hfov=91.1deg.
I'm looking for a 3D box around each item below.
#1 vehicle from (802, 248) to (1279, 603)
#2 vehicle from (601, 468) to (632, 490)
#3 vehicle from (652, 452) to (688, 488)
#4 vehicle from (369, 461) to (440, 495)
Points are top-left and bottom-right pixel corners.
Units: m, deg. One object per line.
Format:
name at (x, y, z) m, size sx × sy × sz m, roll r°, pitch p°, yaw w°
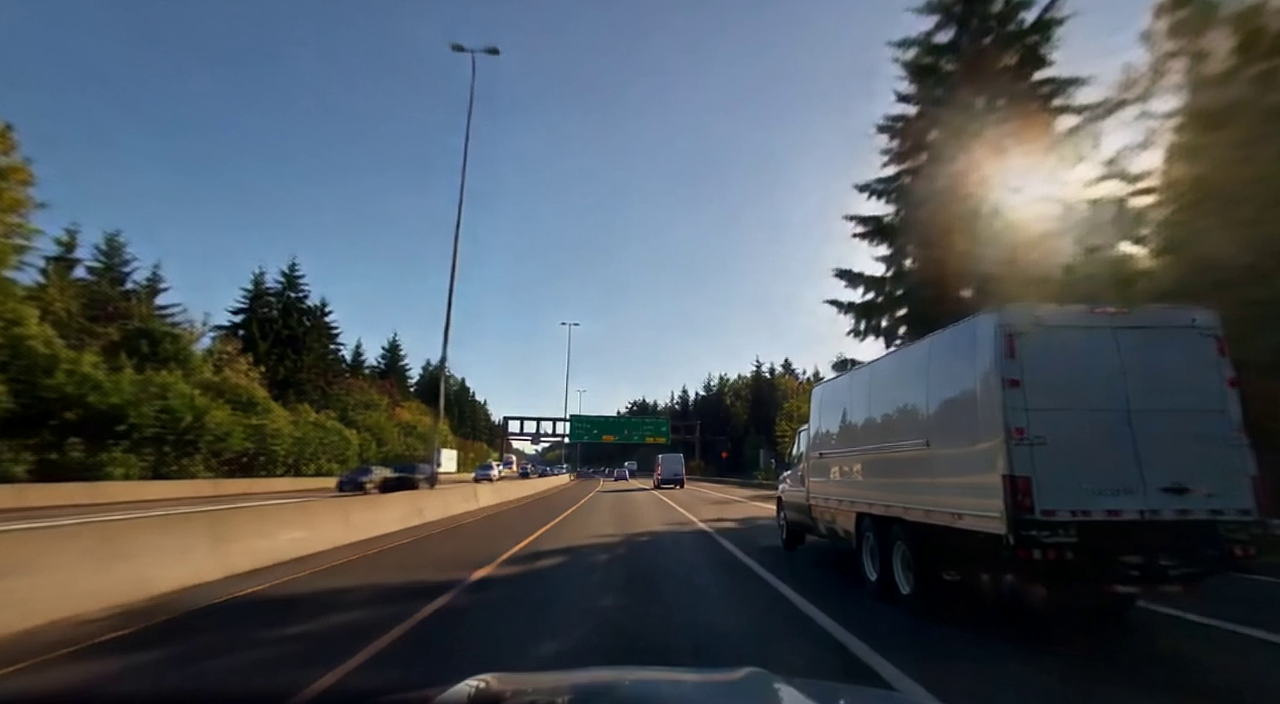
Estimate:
vehicle at (7.157, 2.058, 14.384) m, size 2.866 × 4.102 × 14.351 m, roll 1°, pitch -10°, yaw -1°
vehicle at (-1.716, 9.180, 45.589) m, size 2.106 × 1.524 × 4.381 m, roll 1°, pitch -10°, yaw -2°
vehicle at (2.267, 9.192, 49.026) m, size 2.291 × 2.639 × 5.280 m, roll 1°, pitch -10°, yaw -3°
vehicle at (-11.203, 6.025, 30.189) m, size 1.890 × 1.515 × 3.920 m, roll 1°, pitch -10°, yaw -1°
